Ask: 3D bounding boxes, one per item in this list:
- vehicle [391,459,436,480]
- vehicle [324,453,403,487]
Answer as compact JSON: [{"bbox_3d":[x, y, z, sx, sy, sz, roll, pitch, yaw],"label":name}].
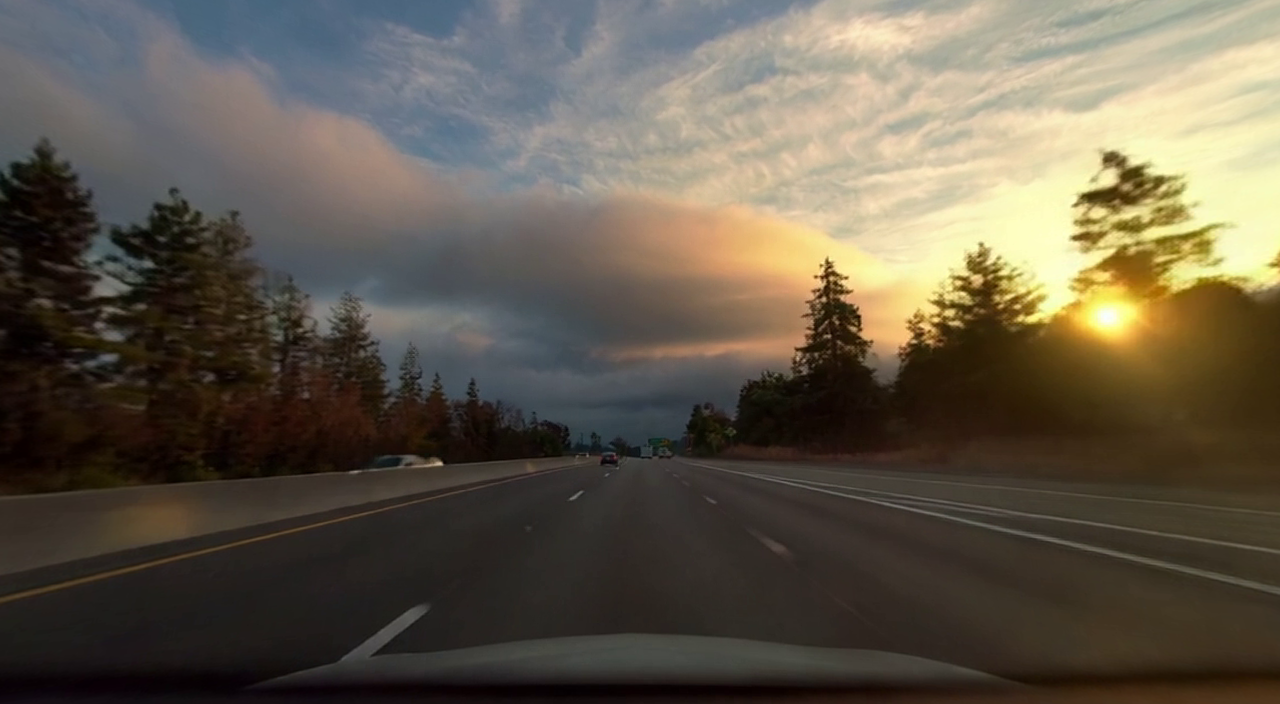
[{"bbox_3d":[-16.512,8.587,46.083,1.769,1.419,3.896,0,-9,0],"label":"vehicle"},{"bbox_3d":[-12.167,5.185,28.011,1.768,1.375,3.927,0,-9,0],"label":"vehicle"}]
